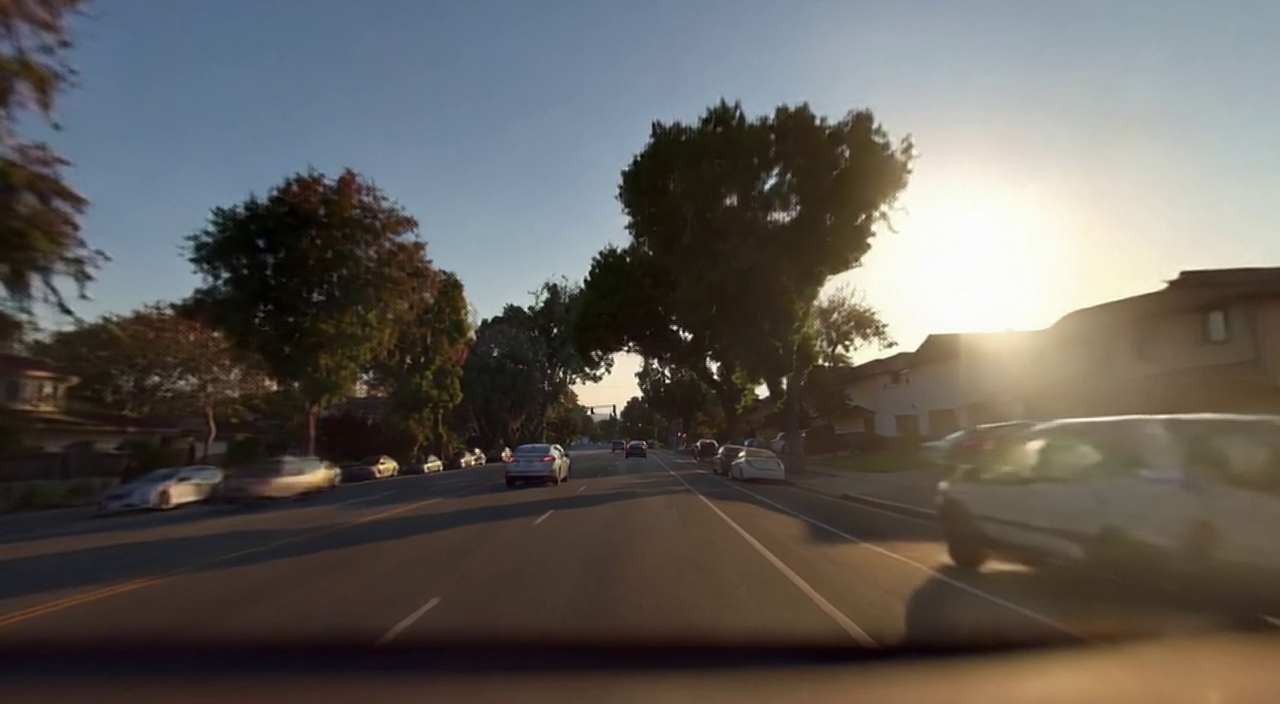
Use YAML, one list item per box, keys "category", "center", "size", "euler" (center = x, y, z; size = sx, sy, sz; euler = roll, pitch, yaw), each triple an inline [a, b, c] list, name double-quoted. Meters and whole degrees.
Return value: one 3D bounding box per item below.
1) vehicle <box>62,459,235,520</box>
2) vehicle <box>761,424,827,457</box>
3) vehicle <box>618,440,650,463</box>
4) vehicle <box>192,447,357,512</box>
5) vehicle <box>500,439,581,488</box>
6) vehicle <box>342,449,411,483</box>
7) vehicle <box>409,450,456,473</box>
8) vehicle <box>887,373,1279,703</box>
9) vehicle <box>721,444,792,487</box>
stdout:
- category: "vehicle"
  center: [-14.515, 4.041, 19.023]
  size: [1.847, 1.494, 4.189]
  euler: [0, -8, -1]
- category: "vehicle"
  center: [11.524, 6.699, 47.569]
  size: [4.240, 1.780, 1.921]
  euler: [-9, -9, 0]
- category: "vehicle"
  center: [-0.405, 6.789, 43.277]
  size: [2.088, 1.495, 4.048]
  euler: [0, -8, -1]
- category: "vehicle"
  center: [-9.702, 3.365, 17.254]
  size: [1.985, 1.502, 4.253]
  euler: [0, -8, -1]
- category: "vehicle"
  center: [-3.268, 3.764, 21.644]
  size: [2.027, 1.477, 4.413]
  euler: [0, -8, 1]
- category: "vehicle"
  center: [-14.676, 6.333, 35.497]
  size: [1.914, 1.747, 4.550]
  euler: [0, -8, 0]
- category: "vehicle"
  center: [-14.602, 7.722, 44.754]
  size: [1.827, 1.480, 4.738]
  euler: [0, -8, -1]
- category: "vehicle"
  center: [4.294, 1.360, 5.717]
  size: [2.123, 1.797, 4.792]
  euler: [0, -9, 0]
- category: "vehicle"
  center: [4.303, 4.247, 23.935]
  size: [1.890, 1.459, 4.371]
  euler: [0, -8, 1]
